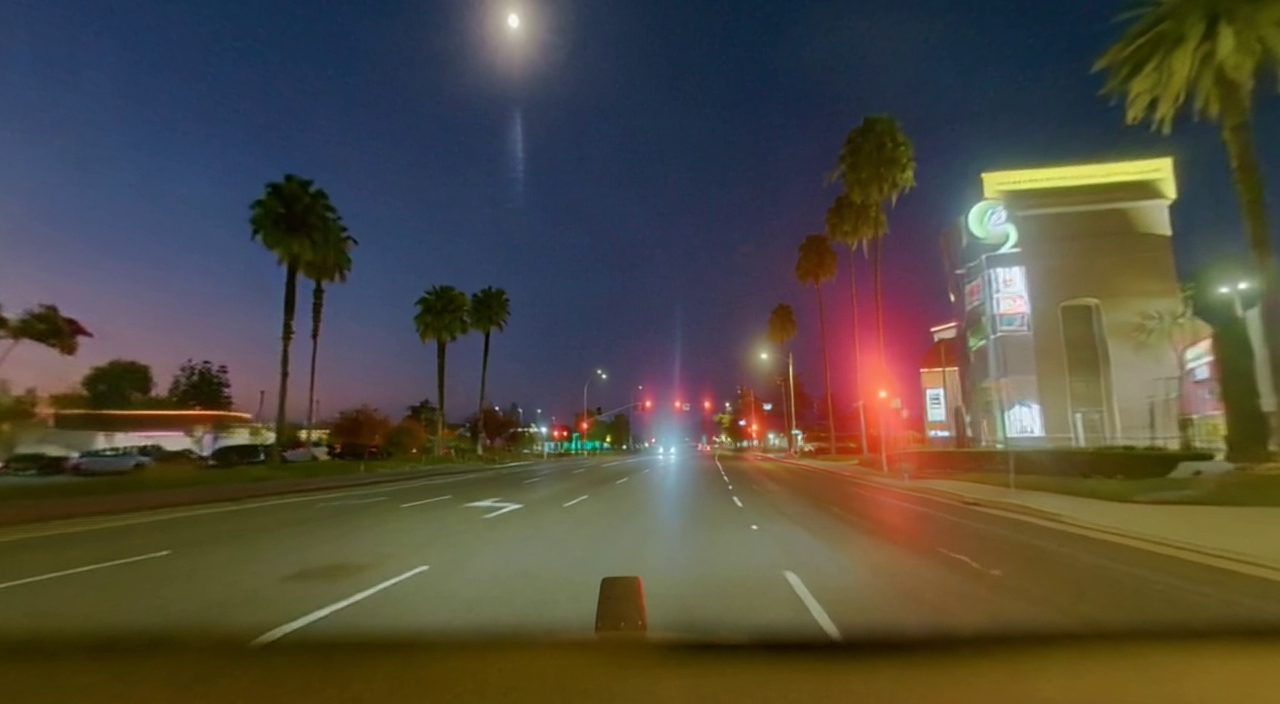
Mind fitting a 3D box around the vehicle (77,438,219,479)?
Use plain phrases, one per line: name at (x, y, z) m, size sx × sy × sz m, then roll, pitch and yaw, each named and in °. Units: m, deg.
vehicle at (-23.087, 4.983, 29.565) m, size 5.084 × 1.664 × 2.006 m, roll -2°, pitch -7°, yaw 2°
